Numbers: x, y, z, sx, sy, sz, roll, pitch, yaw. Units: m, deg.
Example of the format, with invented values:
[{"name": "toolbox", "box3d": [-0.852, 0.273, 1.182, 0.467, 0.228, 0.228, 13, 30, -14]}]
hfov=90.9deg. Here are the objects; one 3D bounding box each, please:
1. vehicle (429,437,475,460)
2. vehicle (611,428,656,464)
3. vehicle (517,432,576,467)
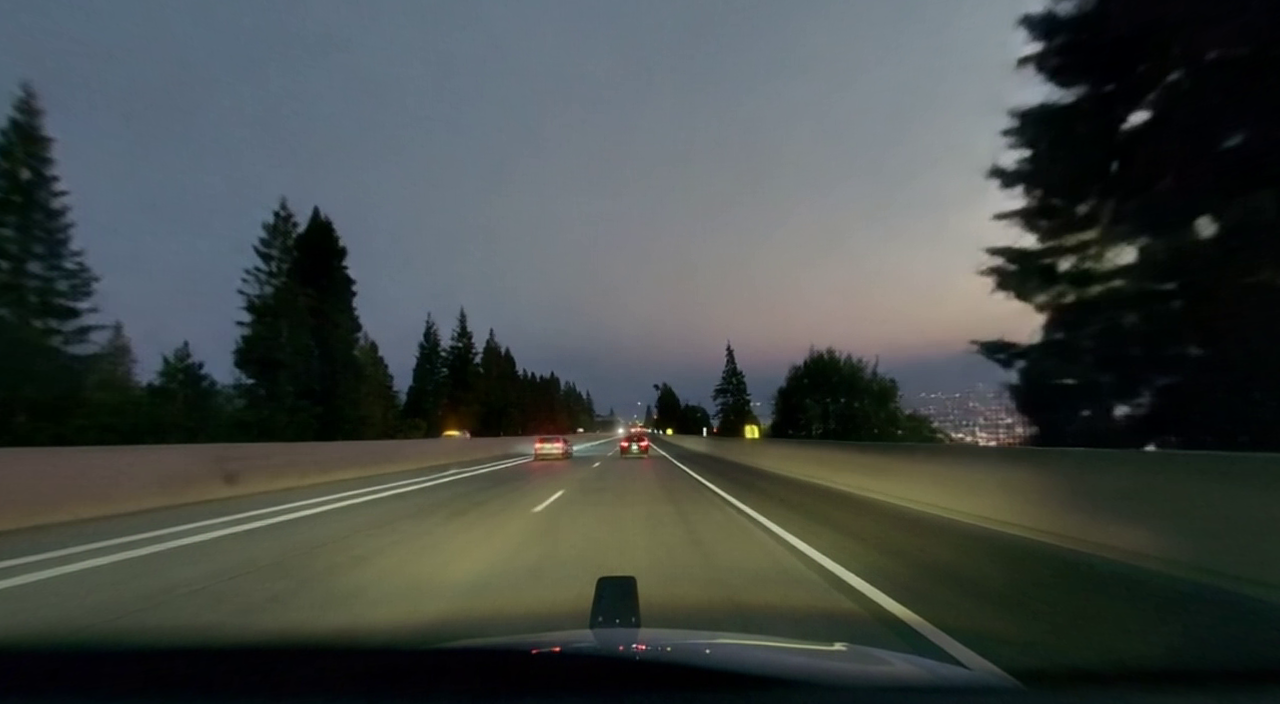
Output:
[{"name": "vehicle", "box3d": [-12.985, 6.668, 43.776, 1.888, 1.432, 4.235, 0, -8, 0]}, {"name": "vehicle", "box3d": [-0.307, 4.709, 31.750, 2.134, 1.654, 4.174, 0, -8, 0]}, {"name": "vehicle", "box3d": [-4.149, 4.401, 28.707, 2.030, 1.491, 4.046, 0, -8, 1]}]
